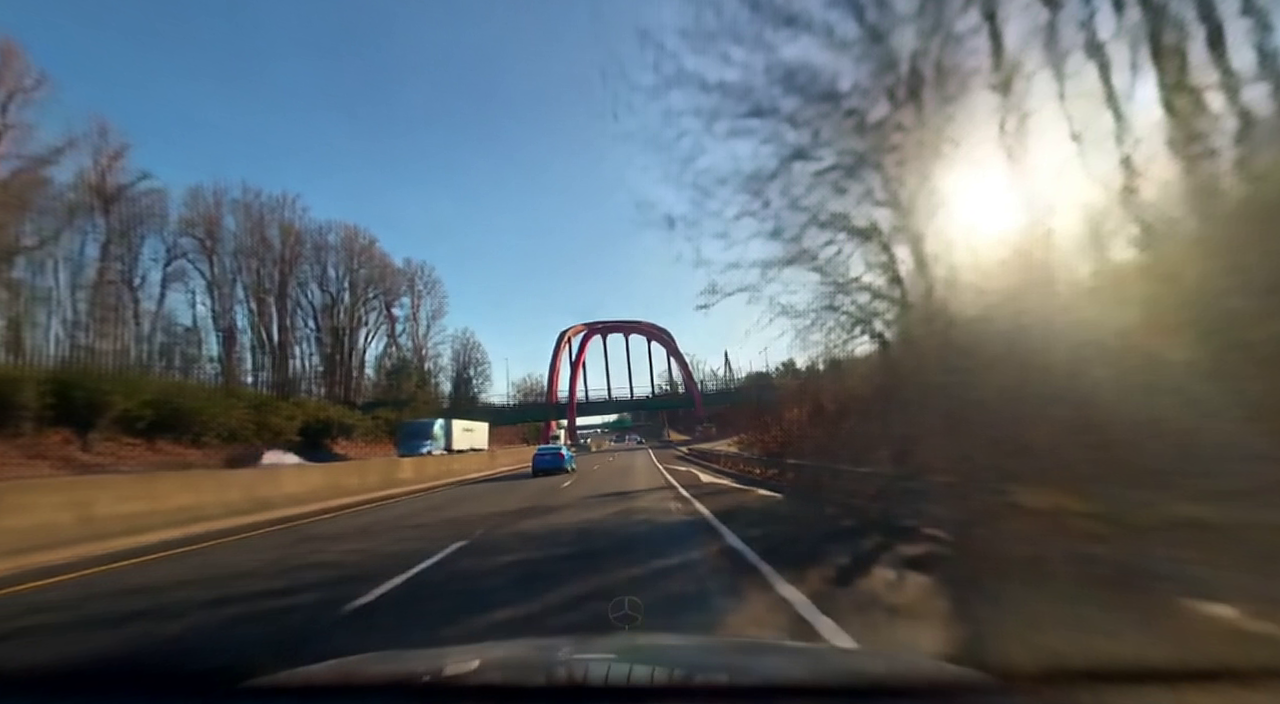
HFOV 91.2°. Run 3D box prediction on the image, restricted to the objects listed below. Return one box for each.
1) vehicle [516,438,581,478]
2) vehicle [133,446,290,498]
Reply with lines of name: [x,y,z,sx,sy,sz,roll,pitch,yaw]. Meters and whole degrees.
vehicle: [-3.777,4.449,26.632,2.052,1.556,4.405,0,-8,0]
vehicle: [-13.907,3.881,20.794,1.924,1.530,4.565,0,-9,1]
